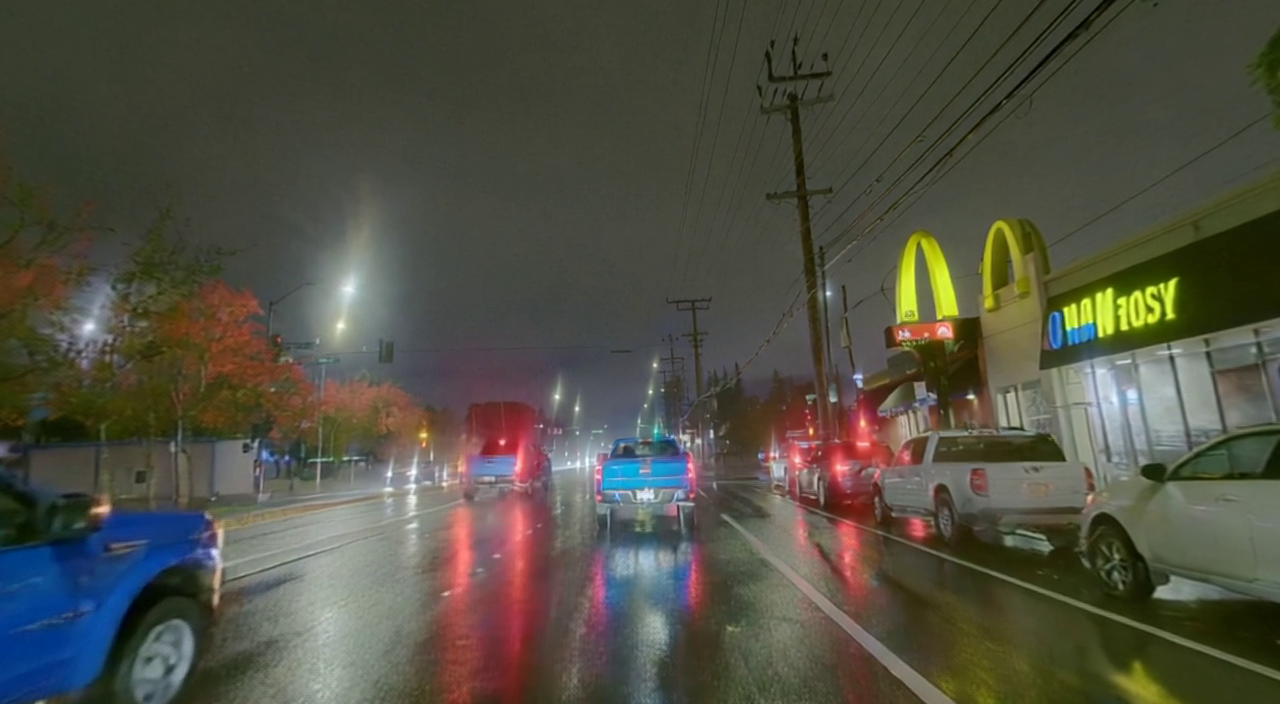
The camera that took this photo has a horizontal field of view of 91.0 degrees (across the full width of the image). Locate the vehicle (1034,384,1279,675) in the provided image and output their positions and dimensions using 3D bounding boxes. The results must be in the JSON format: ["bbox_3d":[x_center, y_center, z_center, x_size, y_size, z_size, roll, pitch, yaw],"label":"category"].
[{"bbox_3d":[4.921,1.093,3.867,2.014,1.755,4.520,0,-9,0],"label":"vehicle"}]

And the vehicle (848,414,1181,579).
[{"bbox_3d":[4.926,1.960,9.421,2.007,1.786,4.870,0,-9,1],"label":"vehicle"}]

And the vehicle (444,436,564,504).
[{"bbox_3d":[-3.923,3.519,19.323,2.140,1.768,5.092,0,-9,5],"label":"vehicle"}]

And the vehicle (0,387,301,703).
[{"bbox_3d":[-3.209,0.809,1.550,1.995,1.554,4.618,0,-9,3],"label":"vehicle"}]

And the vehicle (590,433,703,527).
[{"bbox_3d":[0.203,2.742,14.112,2.089,1.699,4.650,0,-9,2],"label":"vehicle"}]
